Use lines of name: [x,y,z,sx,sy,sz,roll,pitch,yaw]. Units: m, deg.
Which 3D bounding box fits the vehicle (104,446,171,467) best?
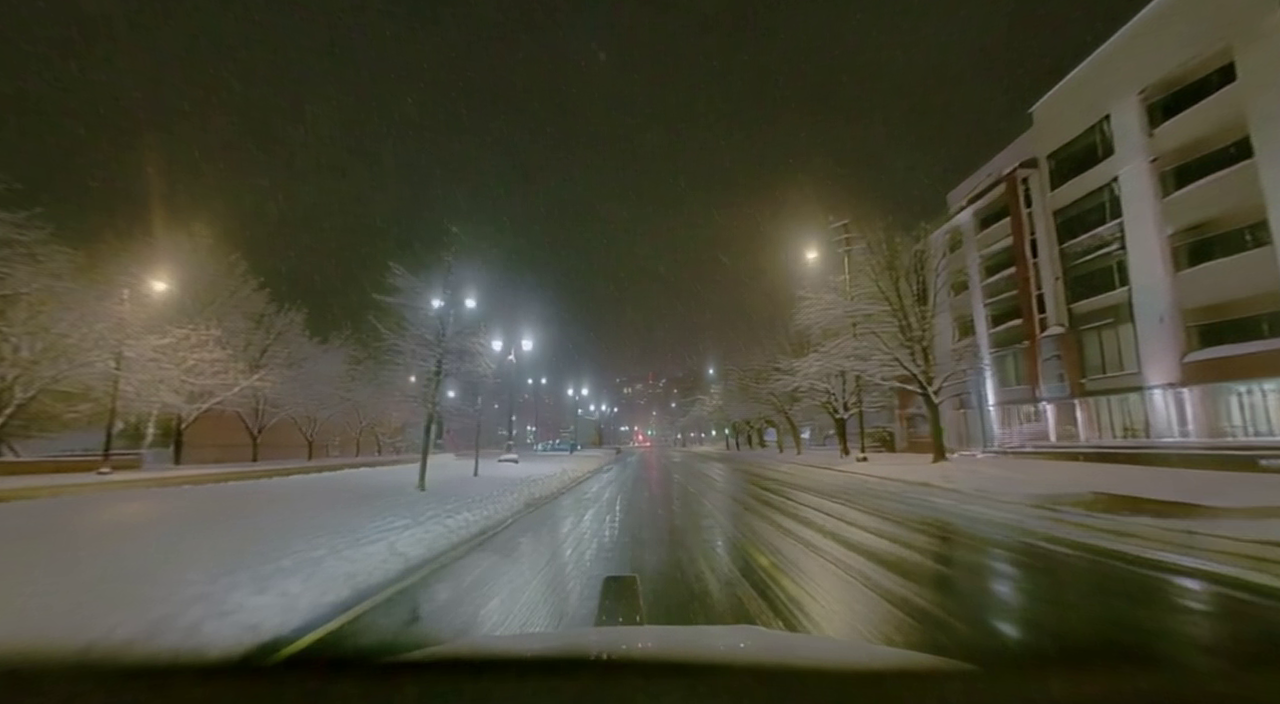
vehicle: [-38.391,7.977,48.422,1.913,1.545,4.055,0,-9,-3]
